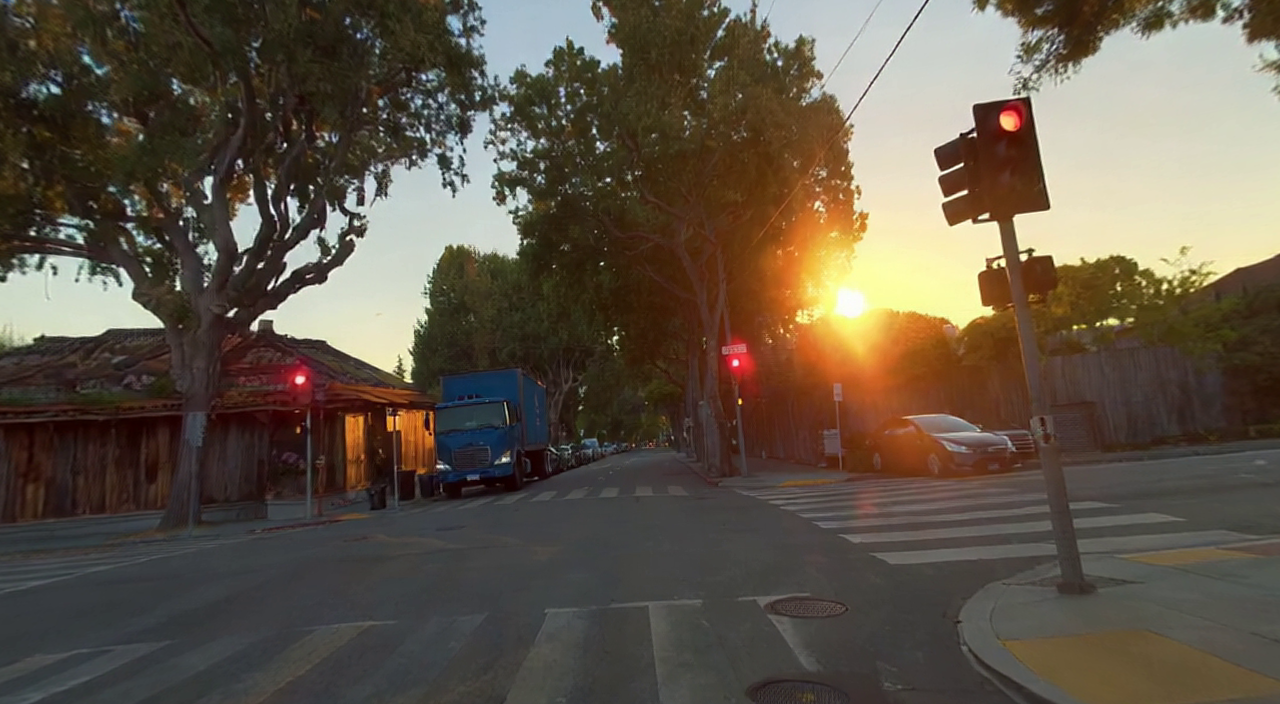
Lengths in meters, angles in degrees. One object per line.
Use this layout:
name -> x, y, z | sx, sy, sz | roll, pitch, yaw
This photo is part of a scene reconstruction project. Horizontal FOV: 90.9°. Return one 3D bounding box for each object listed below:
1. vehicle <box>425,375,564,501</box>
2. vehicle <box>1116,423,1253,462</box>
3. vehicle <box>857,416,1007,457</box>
vehicle -> -5.728, 3.723, 27.147 | 3.113, 4.041, 10.284 | -7, -8, 0
vehicle -> 24.952, 4.161, 29.028 | 4.268, 1.695, 2.053 | 0, -8, 3
vehicle -> 10.696, 3.141, 23.424 | 4.643, 1.456, 1.820 | -1, -8, 5
